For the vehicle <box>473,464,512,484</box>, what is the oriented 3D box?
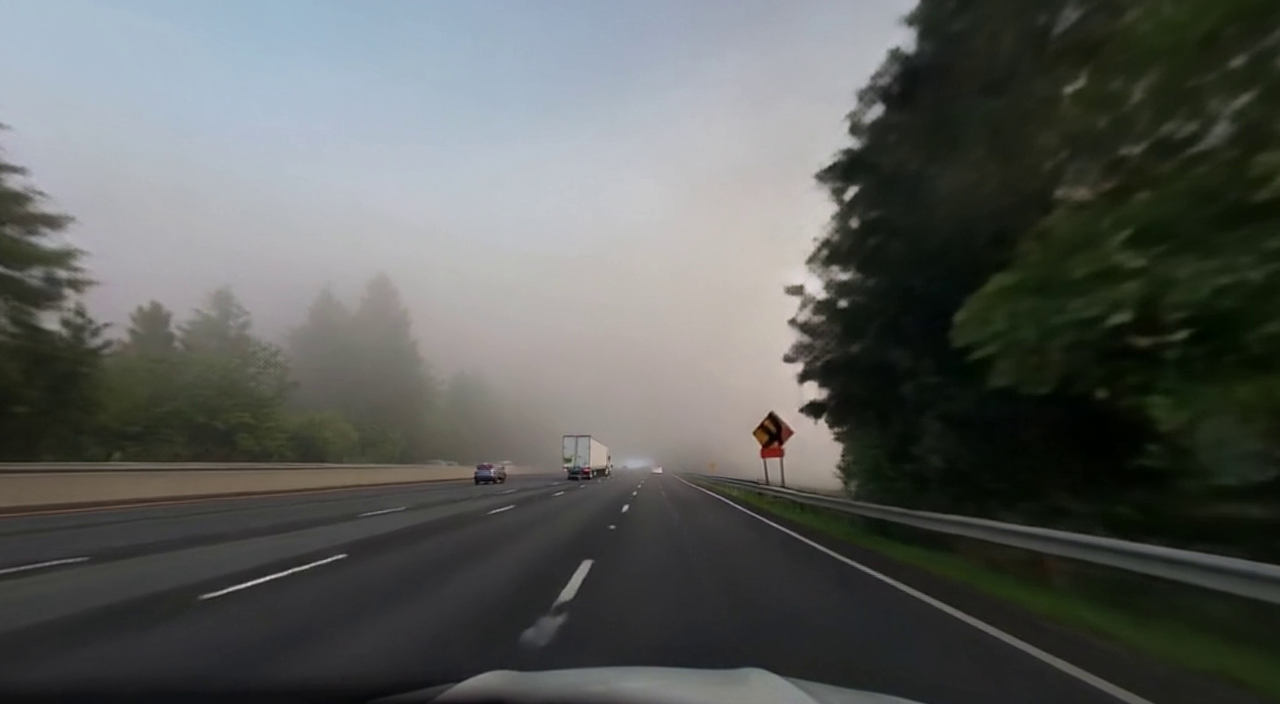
[{"bbox_3d":[-11.321,9.394,48.636,1.745,1.430,4.252,0,-10,4],"label":"vehicle"}]
